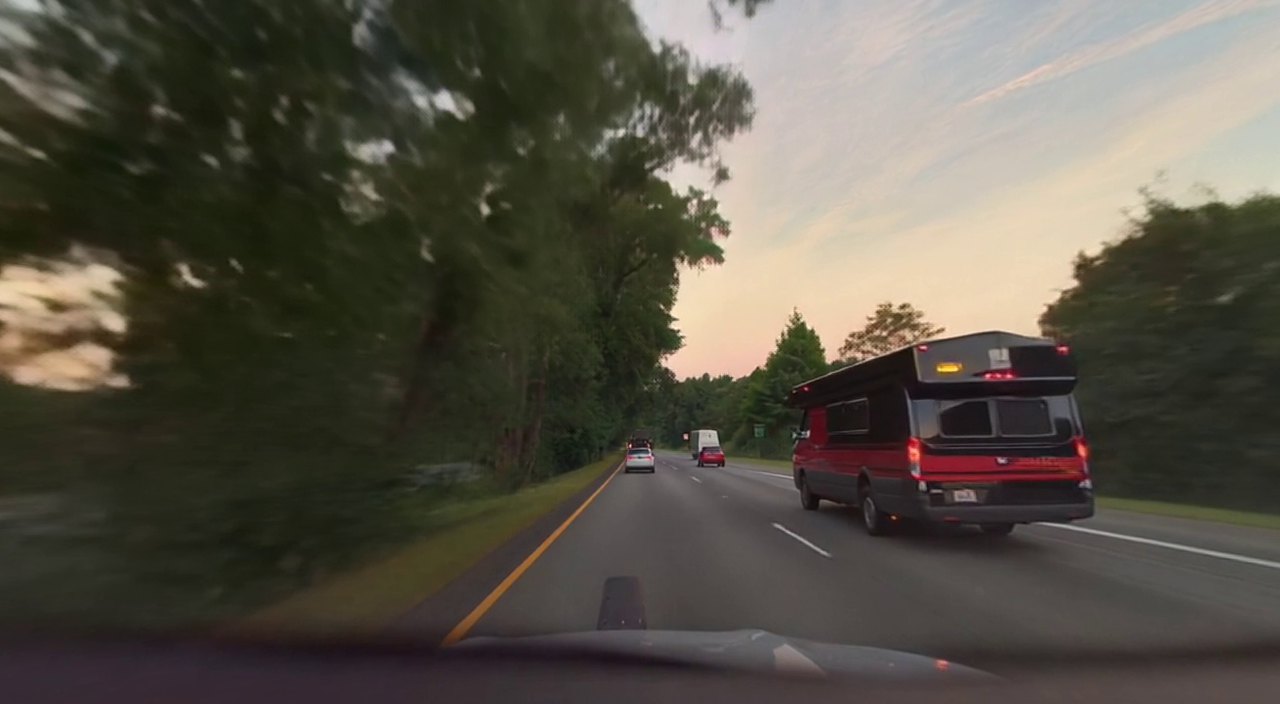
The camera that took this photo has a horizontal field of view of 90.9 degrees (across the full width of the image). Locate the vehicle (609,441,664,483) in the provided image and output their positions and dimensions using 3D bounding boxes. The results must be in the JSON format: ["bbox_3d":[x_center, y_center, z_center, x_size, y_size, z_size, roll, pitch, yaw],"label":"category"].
[{"bbox_3d":[-0.174,4.575,26.397,2.120,1.575,4.018,0,-9,-1],"label":"vehicle"}]

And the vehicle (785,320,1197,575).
[{"bbox_3d":[4.687,1.585,10.571,2.745,2.832,7.035,0,-9,0],"label":"vehicle"}]

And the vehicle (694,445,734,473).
[{"bbox_3d":[4.063,5.929,35.042,1.757,1.459,3.398,0,-9,-1],"label":"vehicle"}]
